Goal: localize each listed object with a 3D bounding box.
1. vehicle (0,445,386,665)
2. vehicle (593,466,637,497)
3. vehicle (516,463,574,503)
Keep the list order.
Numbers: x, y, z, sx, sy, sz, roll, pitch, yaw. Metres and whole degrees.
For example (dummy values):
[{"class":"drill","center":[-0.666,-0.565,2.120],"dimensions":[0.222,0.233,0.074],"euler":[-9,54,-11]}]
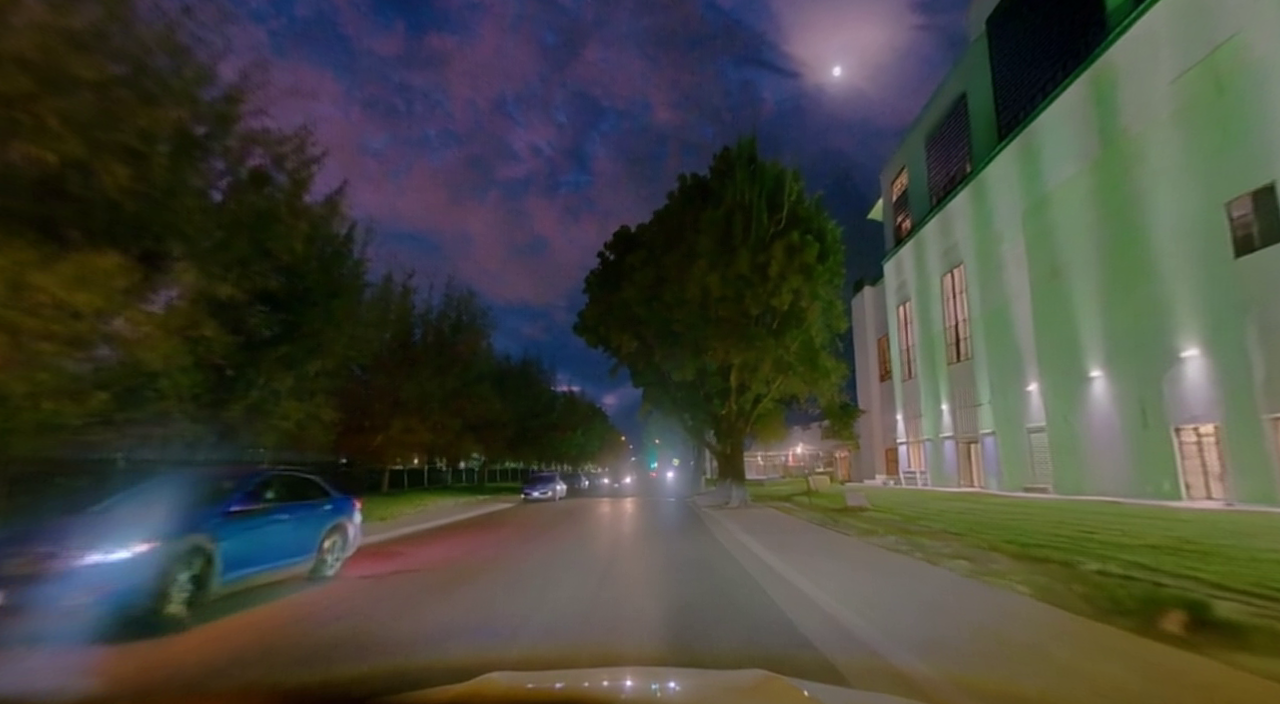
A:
[{"class":"vehicle","center":[-4.561,1.824,6.660],"dimensions":[1.903,1.542,4.115],"euler":[-1,-10,2]},{"class":"vehicle","center":[-1.236,6.690,32.816],"dimensions":[1.978,1.453,4.314],"euler":[1,-10,2]},{"class":"vehicle","center":[-4.081,5.716,27.777],"dimensions":[2.011,1.596,3.760],"euler":[-1,-10,-1]}]
